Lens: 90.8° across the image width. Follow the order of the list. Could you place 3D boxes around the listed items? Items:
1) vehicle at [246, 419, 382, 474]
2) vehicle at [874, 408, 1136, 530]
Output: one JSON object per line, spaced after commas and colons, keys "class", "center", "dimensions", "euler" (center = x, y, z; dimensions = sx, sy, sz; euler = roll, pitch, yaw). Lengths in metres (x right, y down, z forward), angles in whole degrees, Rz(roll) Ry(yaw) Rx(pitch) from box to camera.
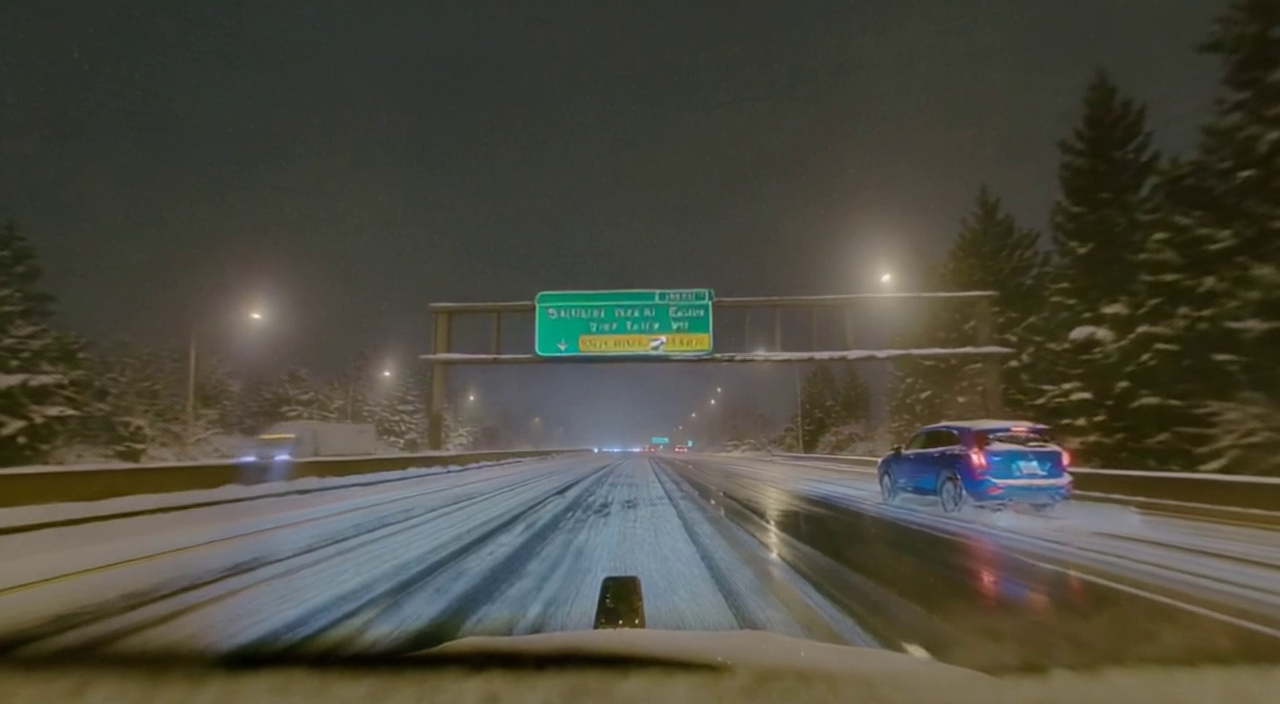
{"class": "vehicle", "center": [-22.085, 6.585, 44.108], "dimensions": [2.950, 3.260, 12.497], "euler": [0, -8, 0]}
{"class": "vehicle", "center": [6.579, 2.171, 12.243], "dimensions": [2.222, 1.899, 4.595], "euler": [0, -8, -1]}
